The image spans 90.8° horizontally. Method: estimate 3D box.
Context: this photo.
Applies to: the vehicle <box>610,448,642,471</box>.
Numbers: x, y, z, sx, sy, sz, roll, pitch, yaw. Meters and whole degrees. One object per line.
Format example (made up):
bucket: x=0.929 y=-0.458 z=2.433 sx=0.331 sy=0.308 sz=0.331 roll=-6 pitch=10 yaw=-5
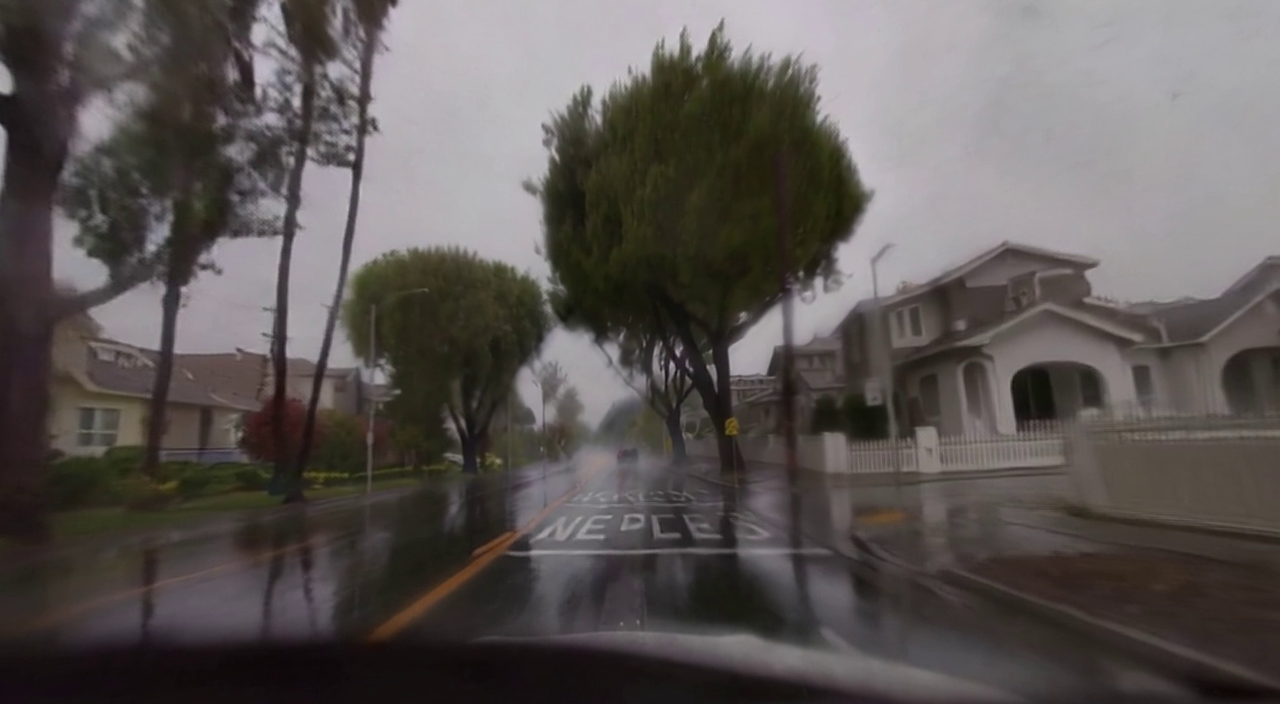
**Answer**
vehicle: x=-0.983 y=7.391 z=43.539 sx=2.104 sy=1.500 sz=3.815 roll=0 pitch=-9 yaw=-2
